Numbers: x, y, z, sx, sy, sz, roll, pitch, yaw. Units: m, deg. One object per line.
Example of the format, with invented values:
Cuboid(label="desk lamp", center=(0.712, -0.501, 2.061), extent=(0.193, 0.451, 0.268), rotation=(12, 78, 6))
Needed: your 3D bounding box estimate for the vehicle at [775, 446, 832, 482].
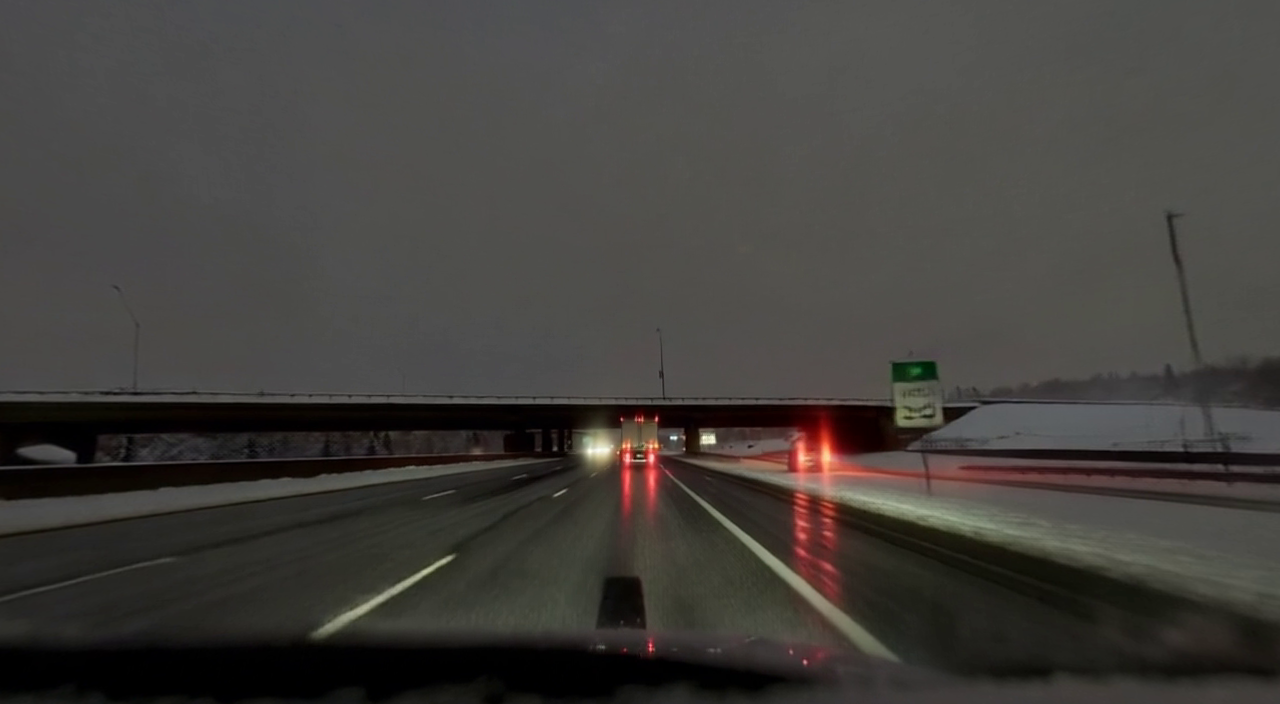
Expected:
Cuboid(label="vehicle", center=(7.372, 5.049, 28.718), extent=(1.660, 1.497, 3.594), rotation=(0, -9, 1))
